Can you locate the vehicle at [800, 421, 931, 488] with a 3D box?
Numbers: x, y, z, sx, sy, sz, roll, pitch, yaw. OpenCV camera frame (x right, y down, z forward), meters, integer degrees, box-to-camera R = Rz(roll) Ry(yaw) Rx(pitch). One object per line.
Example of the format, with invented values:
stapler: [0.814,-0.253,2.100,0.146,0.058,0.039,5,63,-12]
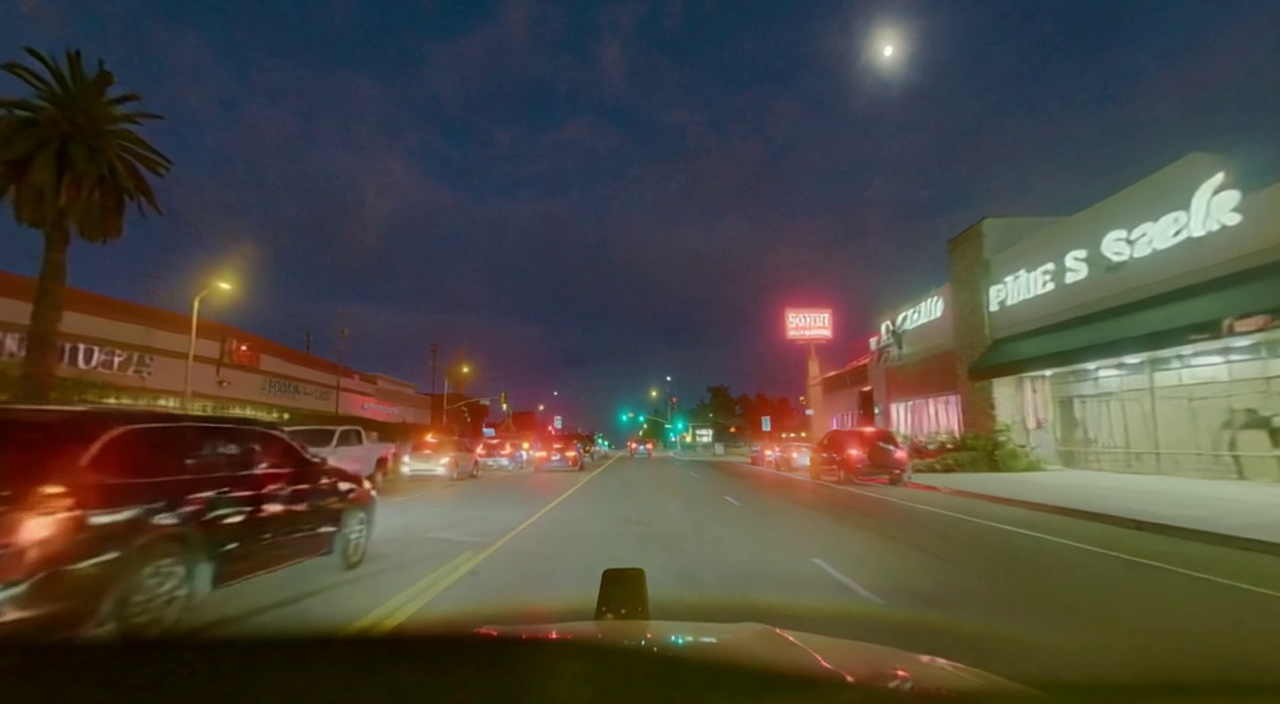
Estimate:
vehicle: [7.377,3.454,21.487,2.256,1.936,5.838,0,-9,0]

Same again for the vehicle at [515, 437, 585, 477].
vehicle: [-3.496,4.197,25.474,2.044,1.462,4.624,0,-9,1]

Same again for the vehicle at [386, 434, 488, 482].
vehicle: [-6.962,3.679,22.179,2.071,1.501,4.339,0,-9,1]

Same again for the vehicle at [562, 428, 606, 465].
vehicle: [-3.246,5.589,37.334,2.158,2.040,4.511,0,-9,0]

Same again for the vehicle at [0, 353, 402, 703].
vehicle: [-3.618,1.125,4.699,2.024,1.636,4.121,0,-9,1]
